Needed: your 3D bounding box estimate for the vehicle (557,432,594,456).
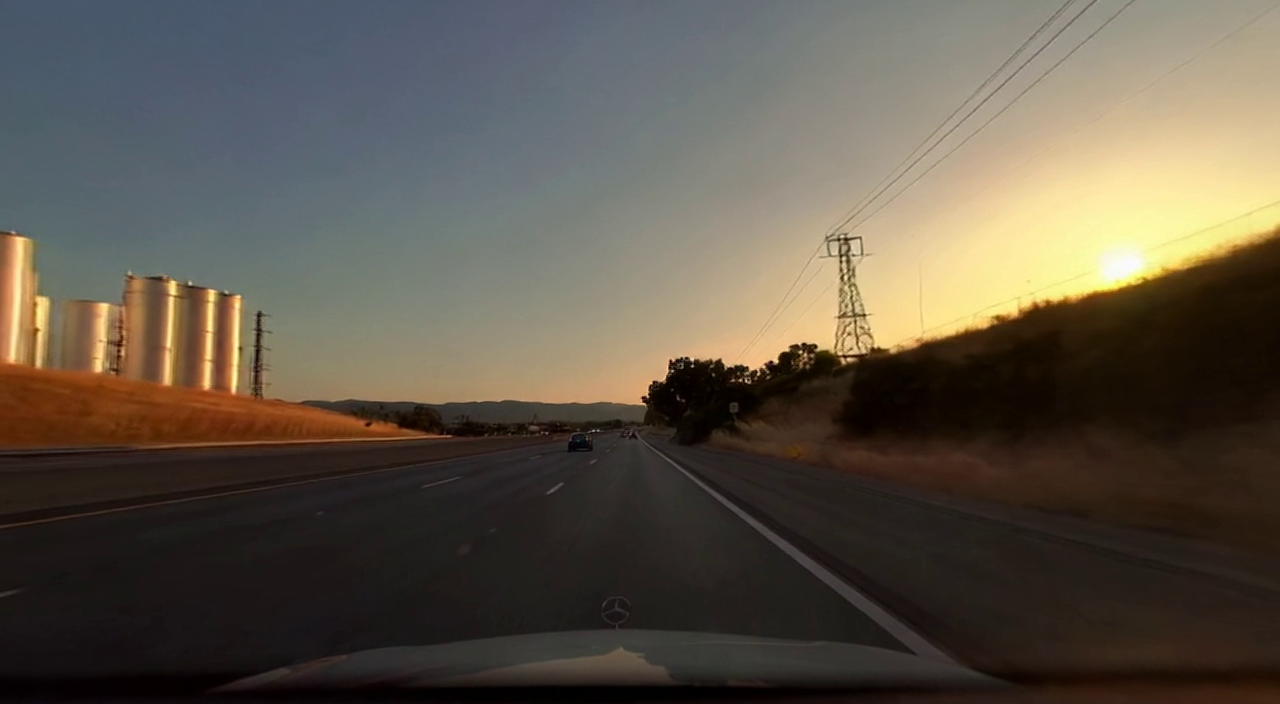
[{"bbox_3d":[-4.005,5.796,39.800,1.952,1.462,3.969,0,-8,-1],"label":"vehicle"}]
